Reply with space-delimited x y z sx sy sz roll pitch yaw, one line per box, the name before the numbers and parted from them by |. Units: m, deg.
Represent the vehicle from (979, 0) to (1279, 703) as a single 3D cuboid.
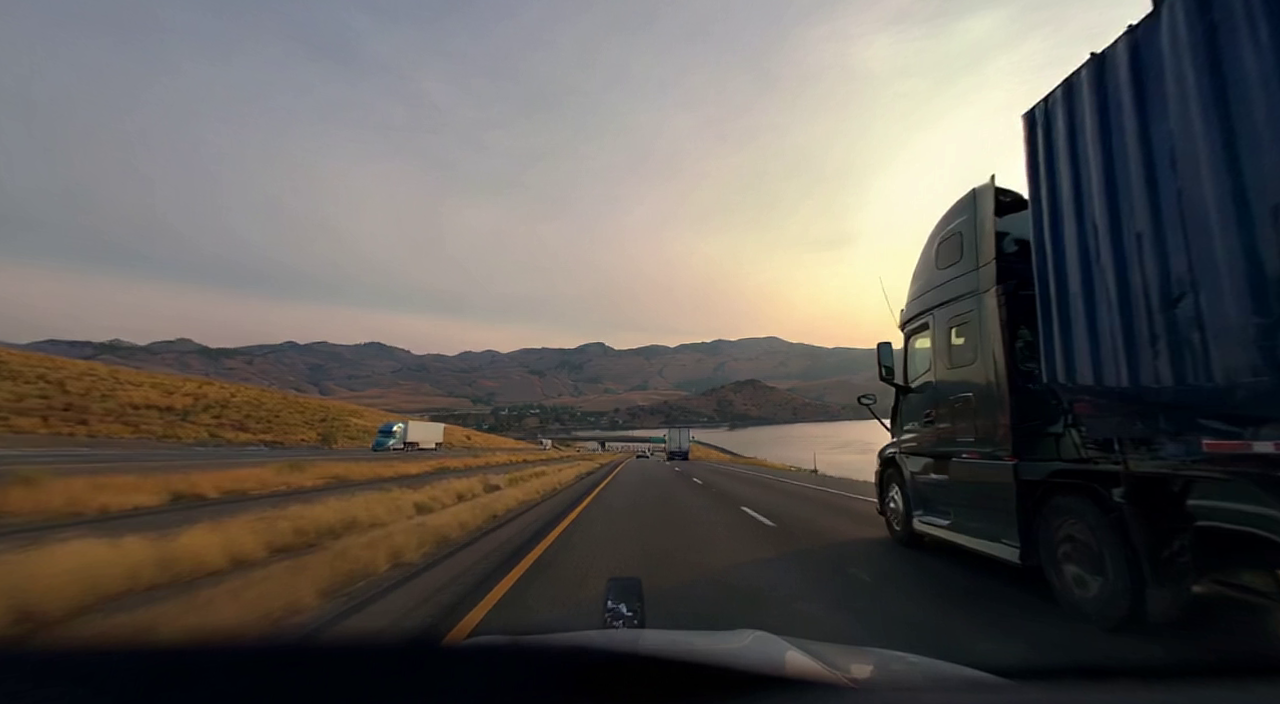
vehicle | 4.396 -0.613 0.836 3.062 4.050 9.094 0 -9 3
